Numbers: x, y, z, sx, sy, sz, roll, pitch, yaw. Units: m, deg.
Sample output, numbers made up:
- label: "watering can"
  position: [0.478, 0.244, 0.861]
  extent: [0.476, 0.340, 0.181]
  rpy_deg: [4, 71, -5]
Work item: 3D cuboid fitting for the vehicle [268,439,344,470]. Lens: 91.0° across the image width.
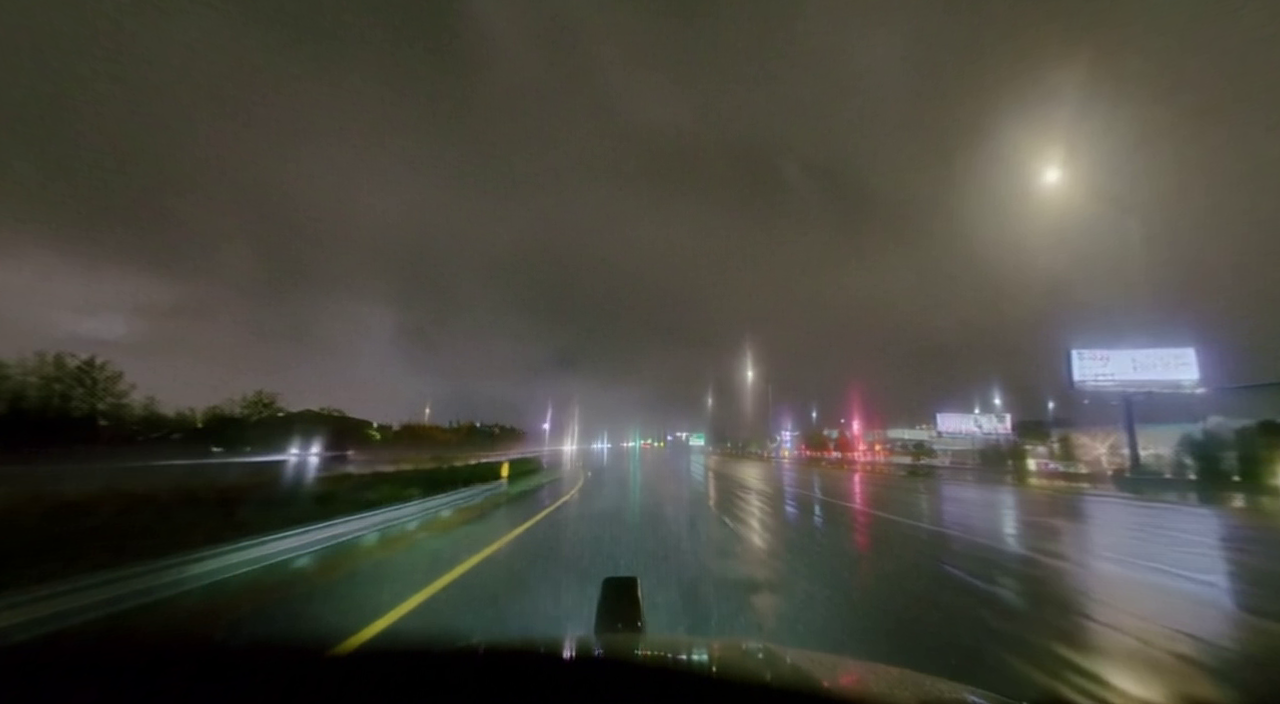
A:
- label: "vehicle"
  position: [-20.601, 6.346, 39.101]
  extent: [2.017, 1.843, 4.588]
  rpy_deg: [0, -9, 2]
